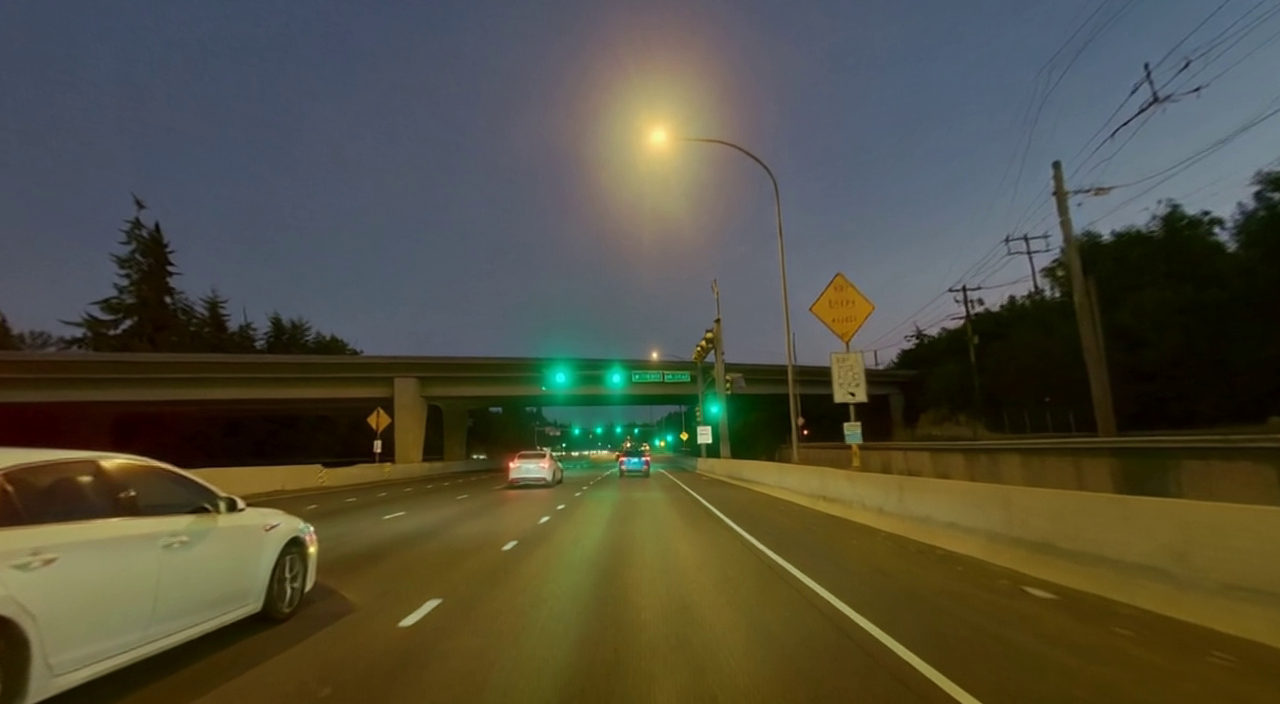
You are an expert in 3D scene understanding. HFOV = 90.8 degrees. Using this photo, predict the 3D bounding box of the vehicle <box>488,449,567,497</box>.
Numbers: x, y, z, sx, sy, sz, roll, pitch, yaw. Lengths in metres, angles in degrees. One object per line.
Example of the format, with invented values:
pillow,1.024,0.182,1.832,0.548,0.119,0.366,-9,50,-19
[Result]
vehicle,-3.758,4.101,21.770,1.946,1.437,4.154,0,-8,0

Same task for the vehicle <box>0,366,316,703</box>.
vehicle,-3.498,0.928,2.694,1.925,1.666,4.271,0,-8,0

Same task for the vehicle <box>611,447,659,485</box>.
vehicle,-0.247,5.106,28.588,1.985,1.565,3.968,0,-8,-1
